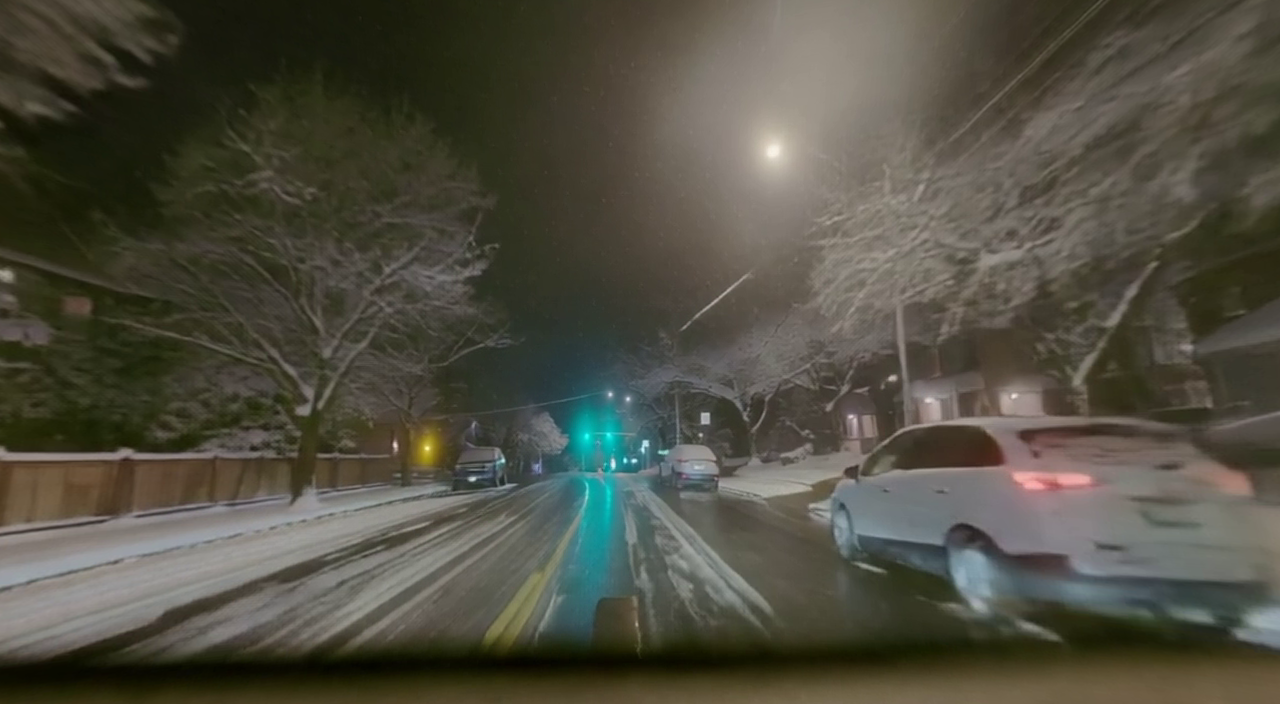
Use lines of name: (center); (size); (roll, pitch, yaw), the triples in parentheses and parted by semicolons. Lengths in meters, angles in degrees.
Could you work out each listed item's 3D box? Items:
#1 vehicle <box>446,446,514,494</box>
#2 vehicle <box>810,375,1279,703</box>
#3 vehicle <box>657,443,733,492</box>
vehicle: (-6.664, 4.915, 26.754); (2.051, 1.575, 4.581); (-2, -7, -5)
vehicle: (3.330, 1.336, 5.848); (1.990, 1.753, 4.783); (0, -8, -2)
vehicle: (2.116, 4.613, 25.665); (2.163, 1.742, 4.239); (1, -8, -8)
